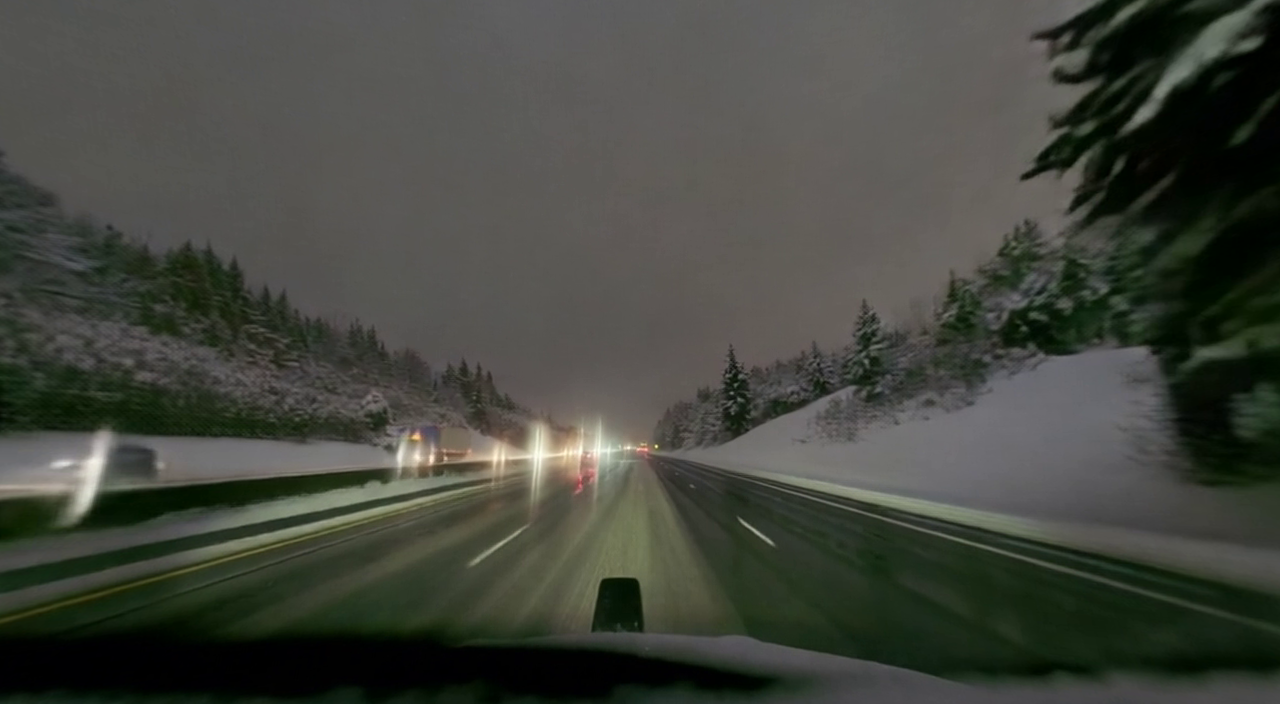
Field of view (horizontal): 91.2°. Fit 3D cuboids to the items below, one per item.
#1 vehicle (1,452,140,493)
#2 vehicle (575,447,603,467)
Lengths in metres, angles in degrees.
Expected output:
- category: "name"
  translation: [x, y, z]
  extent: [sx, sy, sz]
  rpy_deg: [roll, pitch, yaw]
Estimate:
- category: "vehicle"
  translation: [-23.403, 4.933, 25.997]
  extent: [1.980, 1.518, 3.986]
  rpy_deg: [0, -9, 1]
- category: "vehicle"
  translation: [-4.013, 8.319, 49.711]
  extent: [1.933, 1.497, 3.973]
  rpy_deg: [0, -9, 0]
